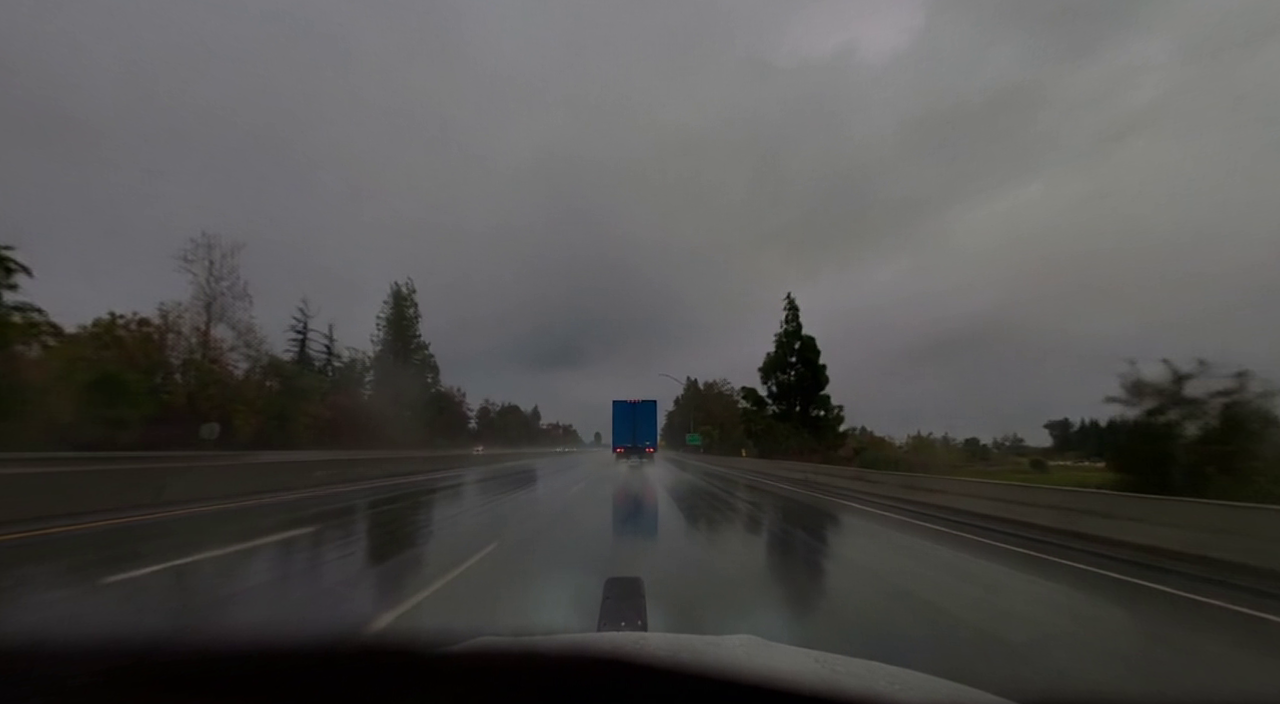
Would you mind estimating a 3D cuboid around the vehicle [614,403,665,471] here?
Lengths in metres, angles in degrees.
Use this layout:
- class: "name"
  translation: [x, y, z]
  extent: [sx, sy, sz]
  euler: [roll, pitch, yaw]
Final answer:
- class: "vehicle"
  translation: [-0.116, 5.809, 42.296]
  extent: [2.982, 3.947, 11.075]
  euler: [0, -9, -1]
